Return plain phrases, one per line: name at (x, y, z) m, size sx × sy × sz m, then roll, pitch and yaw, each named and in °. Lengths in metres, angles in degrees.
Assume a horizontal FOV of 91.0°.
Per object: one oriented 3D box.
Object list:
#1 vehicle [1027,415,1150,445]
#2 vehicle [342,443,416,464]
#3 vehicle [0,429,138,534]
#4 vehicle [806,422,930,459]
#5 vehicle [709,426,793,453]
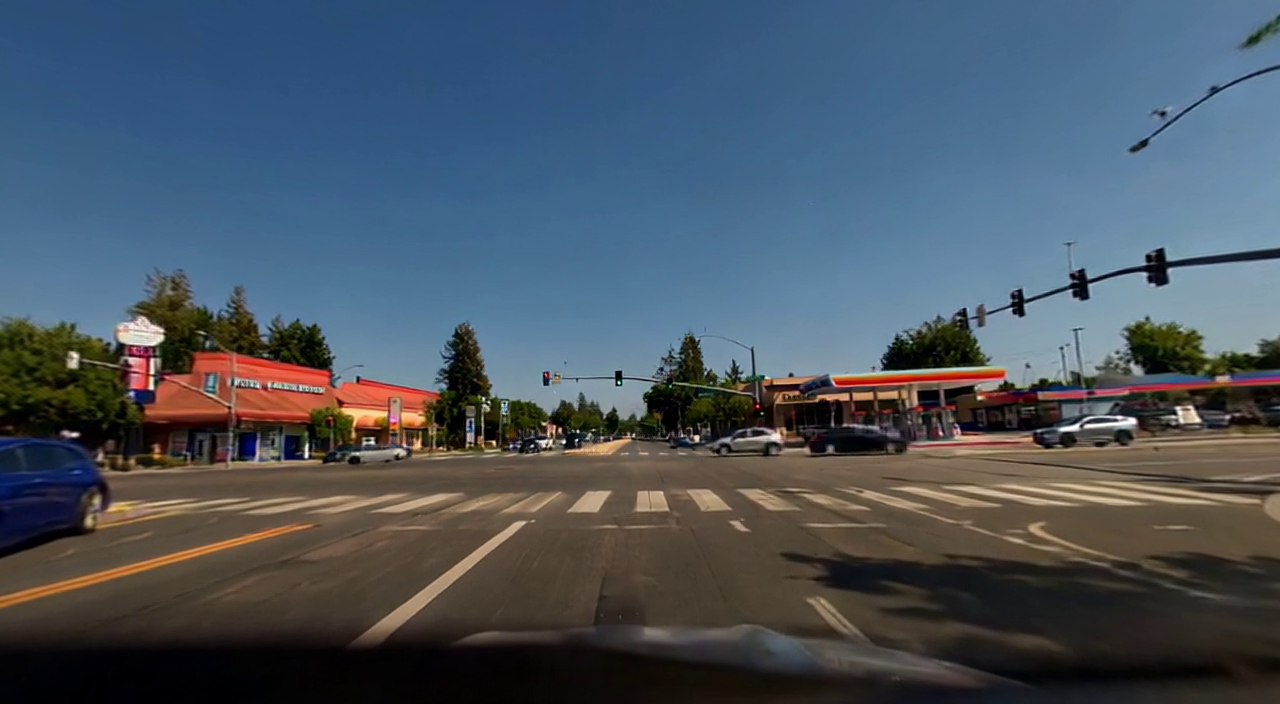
vehicle at (22.805, 4.004, 32.128) m, size 4.696 × 1.483 × 1.898 m, roll -1°, pitch -8°, yaw 3°
vehicle at (-19.495, 7.575, 47.113) m, size 4.737 × 1.479 × 1.831 m, roll -1°, pitch -8°, yaw 4°
vehicle at (-9.867, 1.795, 8.686) m, size 1.899 × 1.460 × 4.880 m, roll 0°, pitch -8°, yaw -1°
vehicle at (10.107, 3.978, 28.182) m, size 4.775 × 1.466 × 1.850 m, roll -2°, pitch -8°, yaw 4°
vehicle at (7.991, 6.361, 45.876) m, size 5.789 × 1.893 × 2.169 m, roll -1°, pitch -8°, yaw 4°
